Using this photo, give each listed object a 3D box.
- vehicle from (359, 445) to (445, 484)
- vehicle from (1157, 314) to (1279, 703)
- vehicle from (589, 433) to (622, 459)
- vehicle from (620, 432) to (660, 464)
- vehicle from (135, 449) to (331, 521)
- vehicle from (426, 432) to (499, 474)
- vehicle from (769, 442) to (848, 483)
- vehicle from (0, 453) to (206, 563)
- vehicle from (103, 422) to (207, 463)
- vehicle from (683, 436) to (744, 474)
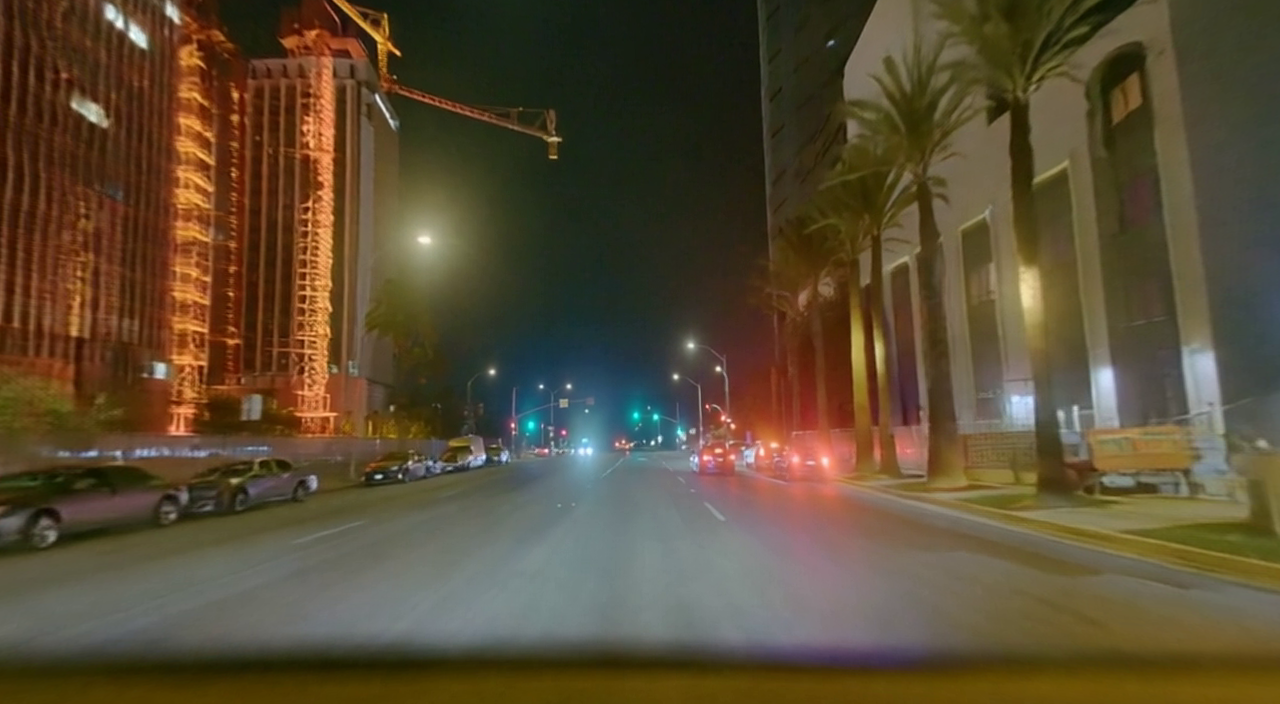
[{"bbox_3d":[-9.942,4.720,26.853,1.804,1.478,4.734,0,-8,0],"label":"vehicle"},{"bbox_3d":[3.044,0.462,0.247,1.953,1.687,4.344,0,-8,0],"label":"vehicle"},{"bbox_3d":[-2.611,7.270,48.930,2.180,1.879,4.452,0,-8,1],"label":"vehicle"},{"bbox_3d":[0.009,5.715,37.704,2.264,1.798,4.258,0,-8,0],"label":"vehicle"},{"bbox_3d":[-9.669,3.136,15.575,1.821,1.448,4.591,0,-8,-1],"label":"vehicle"},{"bbox_3d":[-9.996,5.806,36.147,2.294,1.948,6.025,-6,-10,0],"label":"vehicle"},{"bbox_3d":[6.460,4.259,24.752,1.819,1.435,4.337,0,-8,-1],"label":"vehicle"},{"bbox_3d":[-9.723,2.457,10.602,1.826,1.445,4.325,0,-8,0],"label":"vehicle"},{"bbox_3d":[-20.093,3.775,26.181,3.575,1.571,1.912,-5,-9,26],"label":"vehicle"},{"bbox_3d":[3.091,4.426,27.234,1.999,1.487,3.939,0,-8,-2],"label":"vehicle"}]
